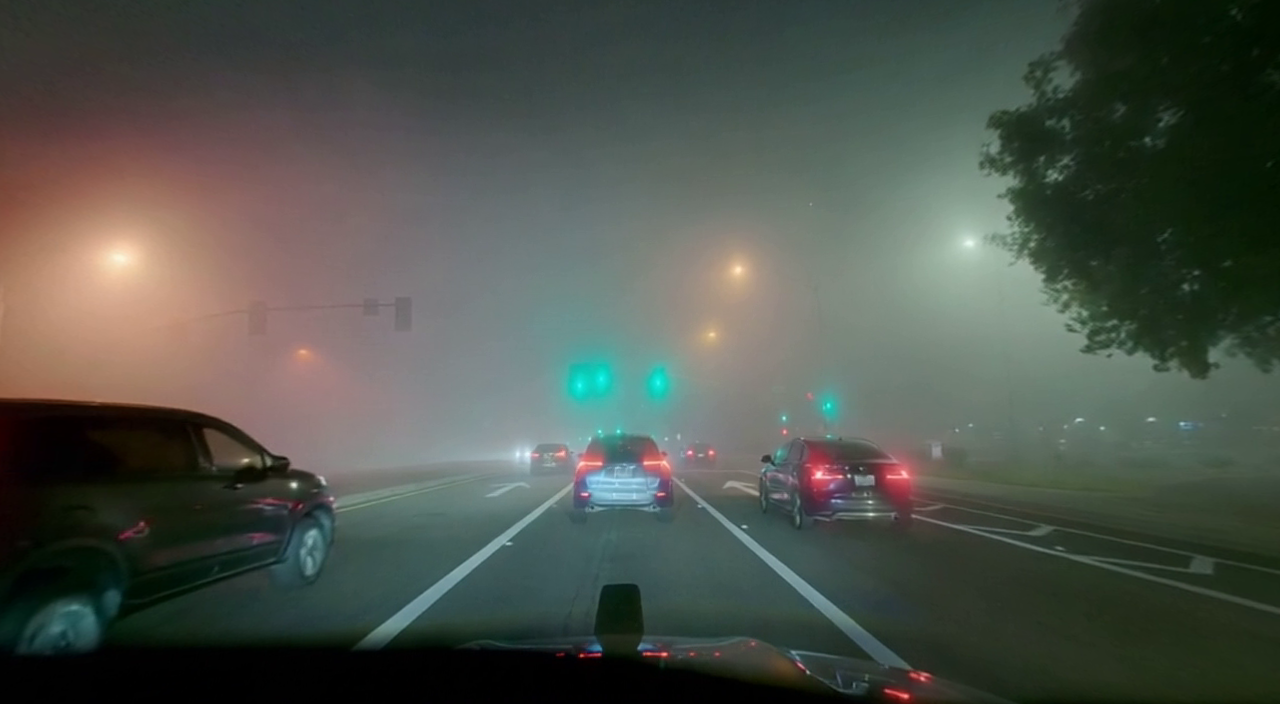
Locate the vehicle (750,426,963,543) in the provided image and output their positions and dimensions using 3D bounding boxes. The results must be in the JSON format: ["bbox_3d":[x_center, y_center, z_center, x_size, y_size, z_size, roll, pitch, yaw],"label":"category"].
[{"bbox_3d":[3.267,2.077,10.548,2.068,1.541,4.041,0,-8,0],"label":"vehicle"}]

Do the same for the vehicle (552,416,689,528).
[{"bbox_3d":[-0.337,2.198,12.075,2.150,1.725,4.096,0,-8,-1],"label":"vehicle"}]

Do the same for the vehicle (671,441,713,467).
[{"bbox_3d":[3.100,6.223,38.752,2.171,1.469,4.420,0,-8,0],"label":"vehicle"}]

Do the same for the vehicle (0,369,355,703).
[{"bbox_3d":[-3.807,1.104,4.284,1.823,1.602,4.061,0,-8,0],"label":"vehicle"}]
